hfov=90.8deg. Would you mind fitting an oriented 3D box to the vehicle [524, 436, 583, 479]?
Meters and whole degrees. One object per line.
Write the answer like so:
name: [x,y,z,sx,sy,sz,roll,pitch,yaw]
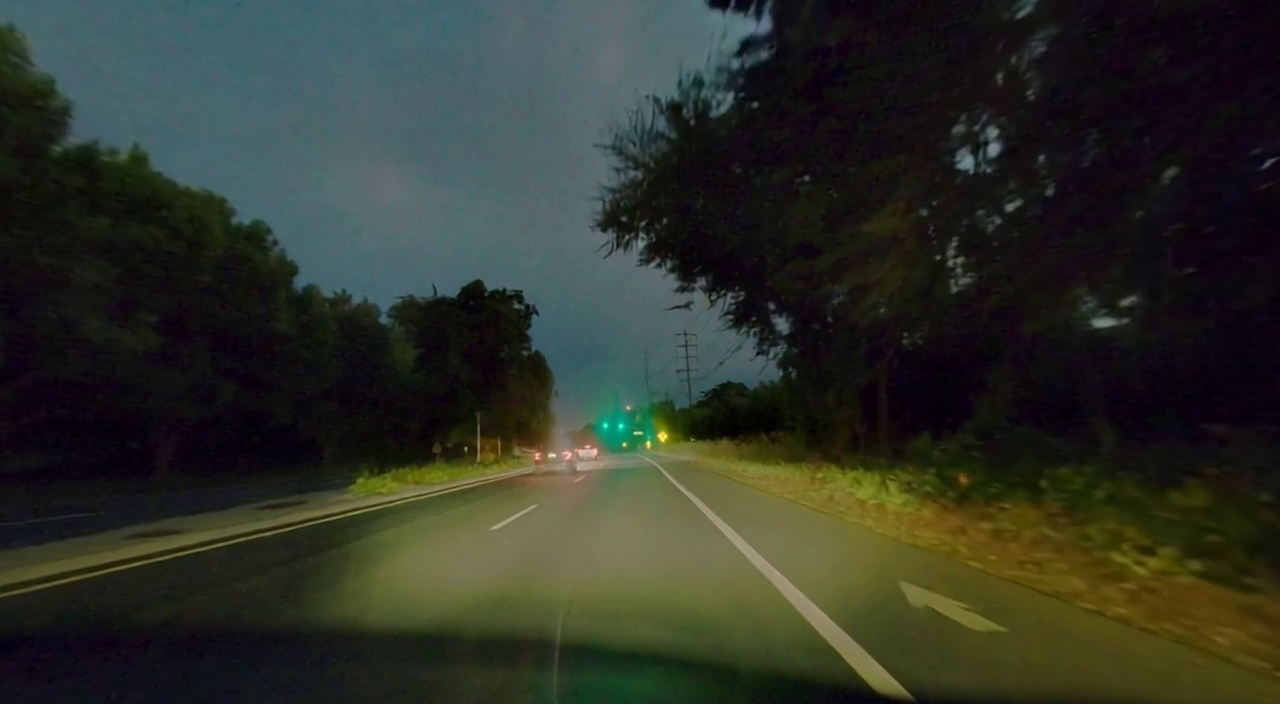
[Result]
vehicle: [-4.184,5.188,31.361,2.246,1.885,5.275,-1,-9,-1]
